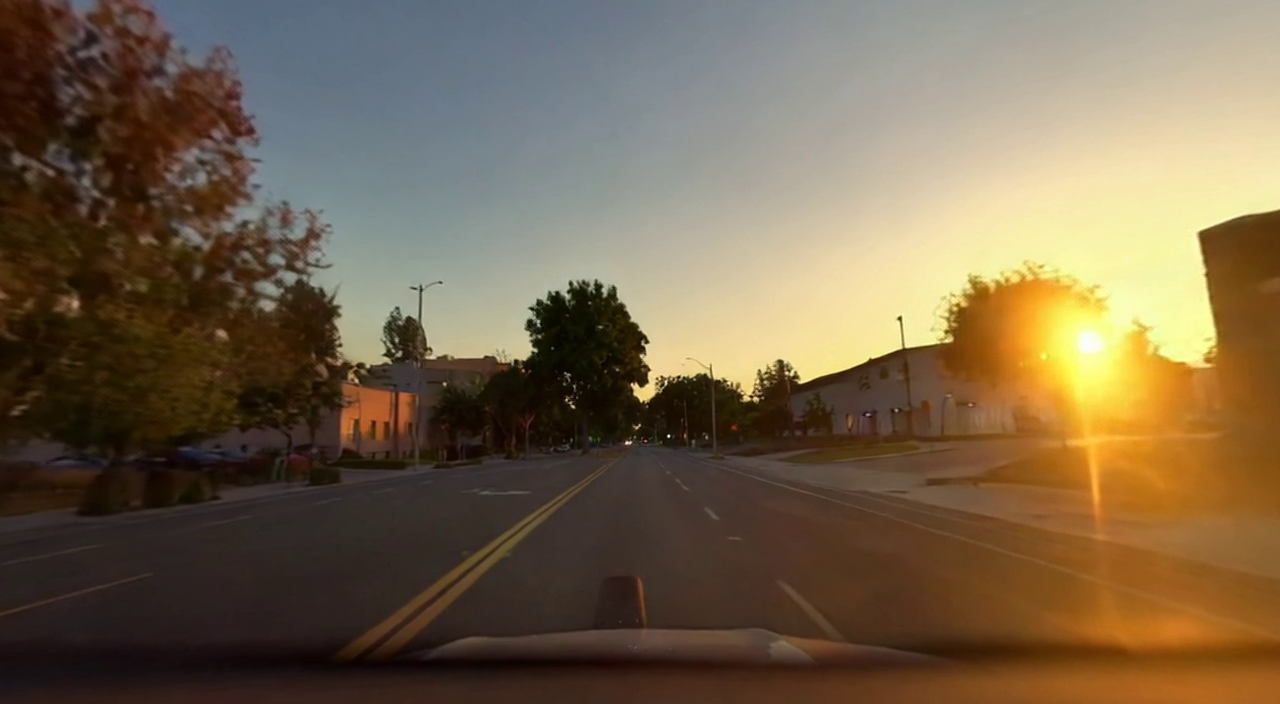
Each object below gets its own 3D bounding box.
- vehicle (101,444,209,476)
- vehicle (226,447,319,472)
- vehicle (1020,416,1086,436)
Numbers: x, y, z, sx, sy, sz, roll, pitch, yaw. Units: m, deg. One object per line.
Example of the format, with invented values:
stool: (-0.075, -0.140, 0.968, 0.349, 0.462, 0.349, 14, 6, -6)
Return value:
vehicle: (-28.378, 6.306, 37.060, 4.626, 1.753, 2.054, 0, -8, 1)
vehicle: (-23.271, 6.834, 40.117, 4.686, 1.495, 1.879, 0, -8, 1)
vehicle: (32.516, 5.867, 49.821, 3.904, 1.508, 1.724, -1, -9, 1)
